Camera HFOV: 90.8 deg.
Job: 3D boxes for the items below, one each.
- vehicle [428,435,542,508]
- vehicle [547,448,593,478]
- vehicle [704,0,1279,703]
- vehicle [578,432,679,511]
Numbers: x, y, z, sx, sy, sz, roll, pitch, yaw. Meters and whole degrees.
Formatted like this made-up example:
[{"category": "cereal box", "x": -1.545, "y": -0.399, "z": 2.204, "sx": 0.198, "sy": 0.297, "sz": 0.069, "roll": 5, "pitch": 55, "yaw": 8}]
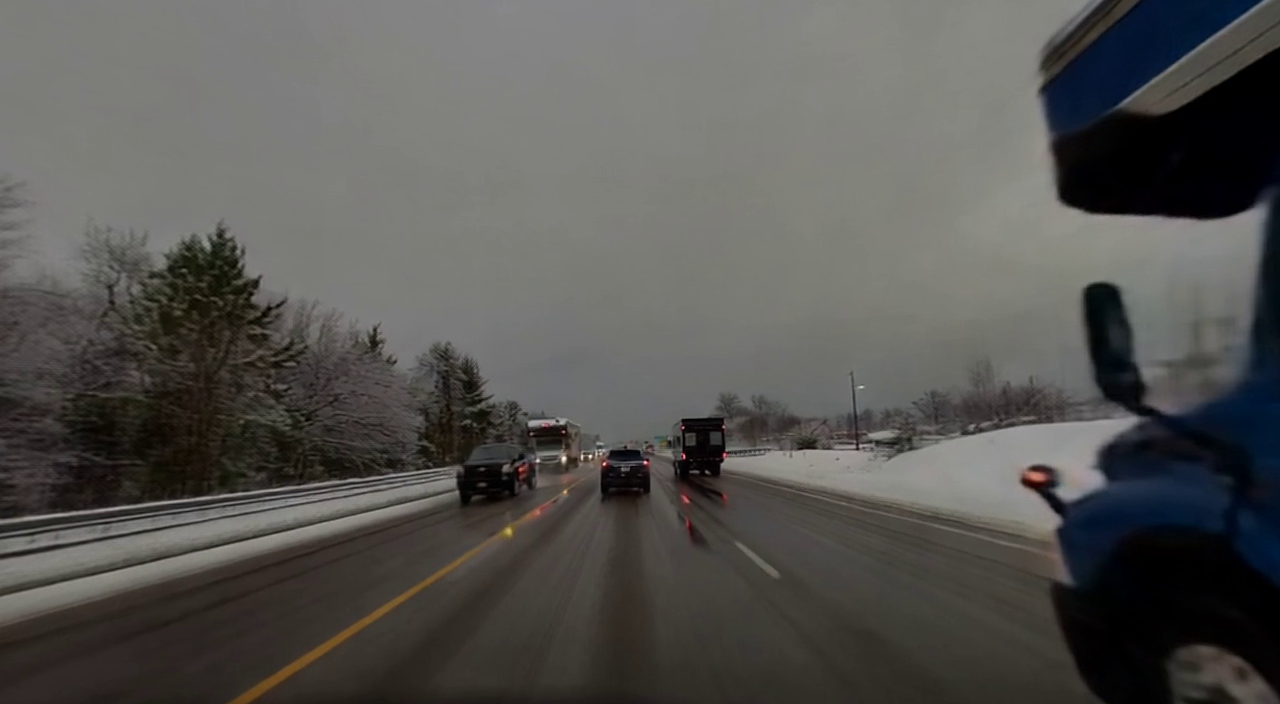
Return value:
[{"category": "vehicle", "x": -4.043, "y": 3.188, "z": 17.245, "sx": 2.074, "sy": 1.717, "sz": 4.089, "roll": 0, "pitch": -9, "yaw": 0}, {"category": "vehicle", "x": -3.771, "y": 6.087, "z": 34.809, "sx": 1.980, "sy": 1.499, "sz": 3.944, "roll": 0, "pitch": -9, "yaw": 1}, {"category": "vehicle", "x": 2.932, "y": 0.167, "z": 5.935, "sx": 2.934, "sy": 4.123, "sz": 15.785, "roll": 0, "pitch": -9, "yaw": 0}, {"category": "vehicle", "x": -0.275, "y": 2.938, "z": 15.923, "sx": 2.201, "sy": 1.719, "sz": 4.058, "roll": 0, "pitch": -9, "yaw": -1}]
